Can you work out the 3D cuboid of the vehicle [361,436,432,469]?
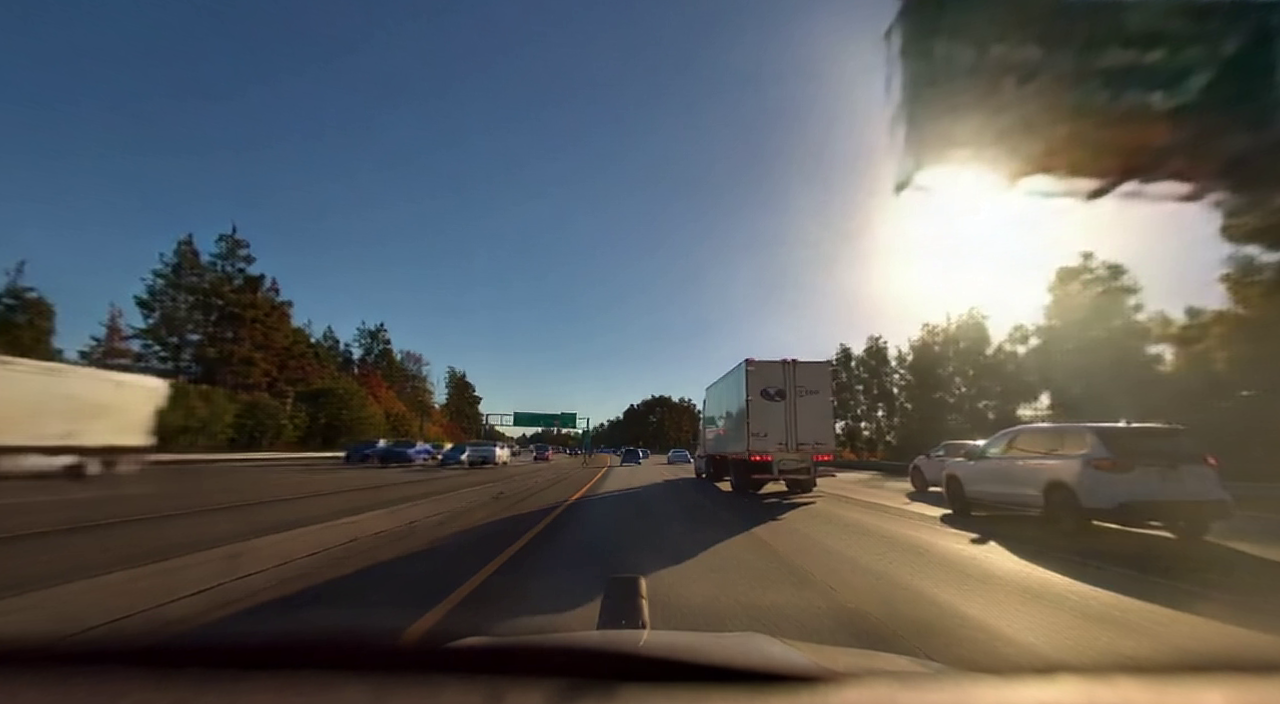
[{"bbox_3d":[-12.614,5.264,32.992,2.034,1.600,4.304,0,-9,0],"label":"vehicle"}]

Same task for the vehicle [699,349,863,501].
[{"bbox_3d":[4.341,2.983,23.596,2.890,4.006,14.039,0,-9,0],"label":"vehicle"}]

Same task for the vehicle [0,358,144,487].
[{"bbox_3d":[-15.690,1.644,14.450,2.609,2.862,7.328,0,-9,0],"label":"vehicle"}]

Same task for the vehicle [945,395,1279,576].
[{"bbox_3d":[6.797,1.780,9.155,2.128,1.872,5.043,0,-9,0],"label":"vehicle"}]

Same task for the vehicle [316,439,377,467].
[{"bbox_3d":[-16.507,5.702,35.566,1.731,1.512,3.543,0,-9,0],"label":"vehicle"}]

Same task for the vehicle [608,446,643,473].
[{"bbox_3d":[-0.929,6.958,40.880,2.111,1.599,3.859,0,-9,-1],"label":"vehicle"}]

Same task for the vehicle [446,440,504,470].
[{"bbox_3d":[-8.720,5.496,33.709,1.952,1.500,4.487,0,-9,0],"label":"vehicle"}]
